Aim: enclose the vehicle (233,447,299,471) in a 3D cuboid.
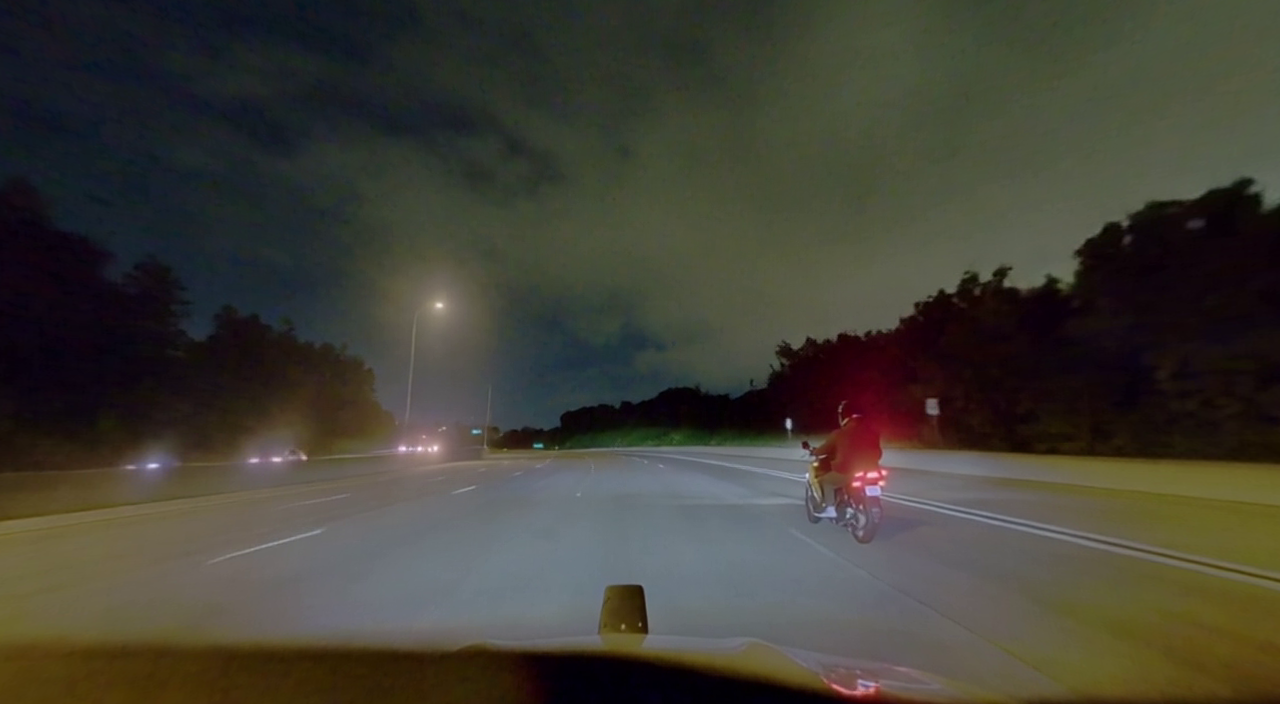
[{"bbox_3d":[-27.972,8.008,47.414,2.049,1.641,5.301,0,-8,-5],"label":"vehicle"}]
